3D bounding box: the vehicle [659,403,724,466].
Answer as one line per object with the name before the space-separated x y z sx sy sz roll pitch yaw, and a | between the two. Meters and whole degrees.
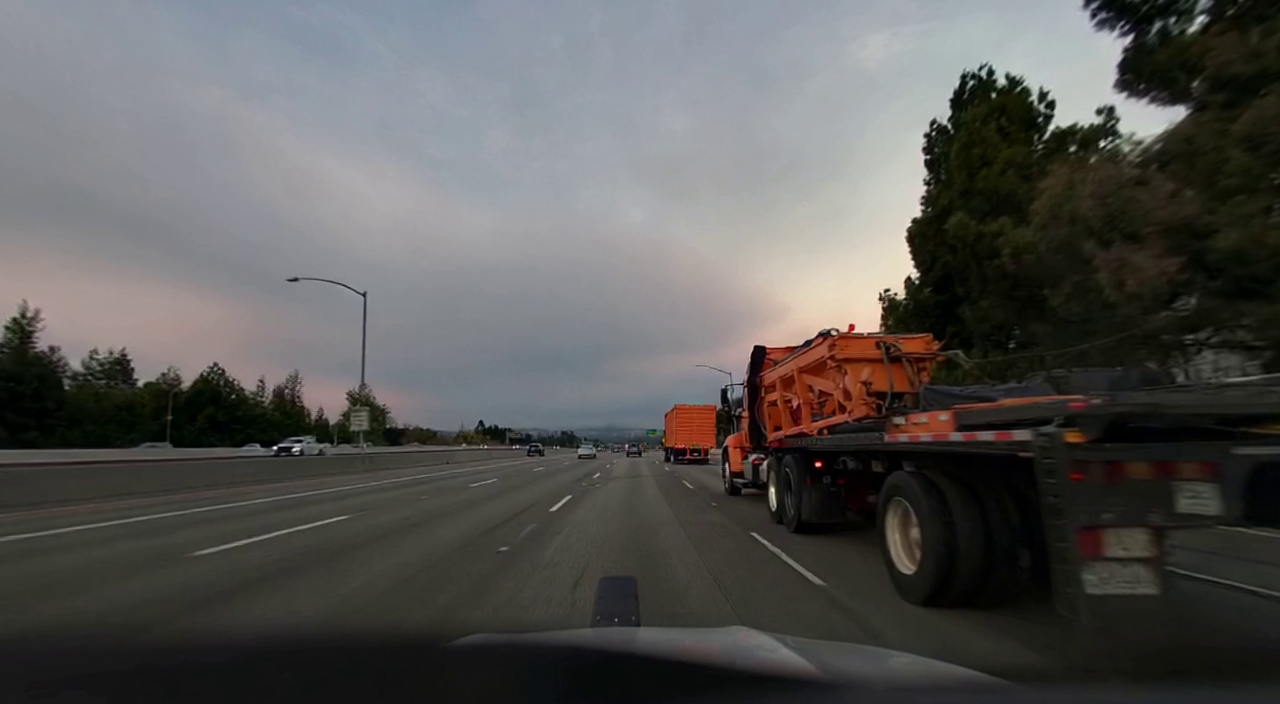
vehicle | 3.087 5.515 41.407 2.966 3.586 10.563 0 -9 -2
